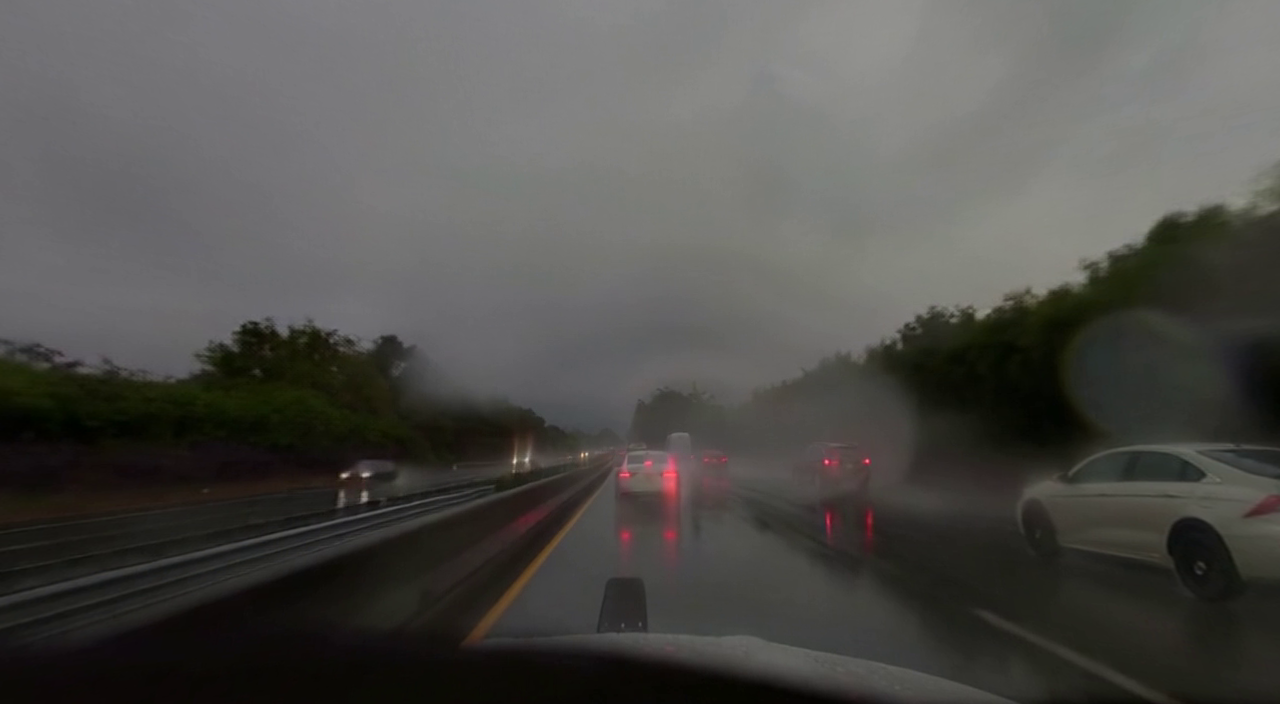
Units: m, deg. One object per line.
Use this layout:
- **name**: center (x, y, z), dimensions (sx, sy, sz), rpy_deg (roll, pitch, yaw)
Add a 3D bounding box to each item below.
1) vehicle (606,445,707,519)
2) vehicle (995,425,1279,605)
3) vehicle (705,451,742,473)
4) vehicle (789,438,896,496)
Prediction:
- **vehicle**: center (0.296, 2.977, 14.861), dimensions (2.076, 1.485, 3.774), rpy_deg (0, -9, -1)
- **vehicle**: center (6.288, 1.670, 7.264), dimensions (1.965, 1.484, 4.090), rpy_deg (0, -9, 0)
- **vehicle**: center (5.931, 7.846, 45.105), dimensions (1.921, 1.451, 3.841), rpy_deg (0, -9, -3)
- **vehicle**: center (6.503, 3.748, 20.813), dimensions (1.980, 1.702, 4.235), rpy_deg (0, -9, -2)
